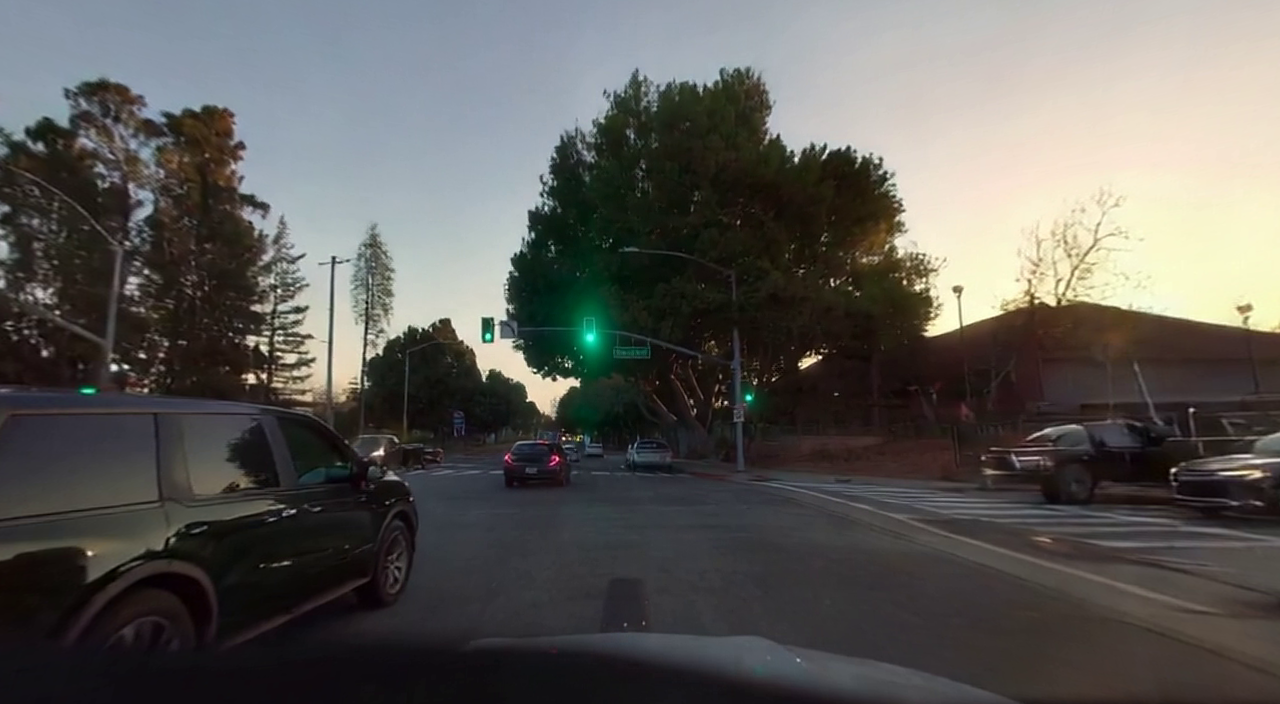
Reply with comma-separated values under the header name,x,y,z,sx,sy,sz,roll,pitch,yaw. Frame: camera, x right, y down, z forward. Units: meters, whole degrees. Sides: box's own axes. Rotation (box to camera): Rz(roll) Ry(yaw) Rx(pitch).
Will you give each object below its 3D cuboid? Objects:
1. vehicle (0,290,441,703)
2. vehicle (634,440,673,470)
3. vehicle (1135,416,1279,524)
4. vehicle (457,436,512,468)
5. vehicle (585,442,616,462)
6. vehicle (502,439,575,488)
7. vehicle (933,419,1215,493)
name,x,y,z,sx,sy,sz,roll,pitch,yaw
vehicle,-3.082,0.971,3.805,2.190,1.766,4.649,0,-8,0
vehicle,0.750,6.146,37.647,2.163,1.678,3.846,0,-8,0
vehicle,11.710,1.977,10.871,4.431,1.663,2.148,0,-8,1
vehicle,-9.456,6.148,38.863,2.064,1.799,5.191,0,-8,0
vehicle,-3.025,7.761,48.994,2.013,1.474,4.393,0,-8,1
vehicle,-3.410,3.797,21.740,1.960,1.528,3.490,0,-8,-1
vehicle,11.978,2.911,17.865,5.990,1.899,2.683,0,-8,0
